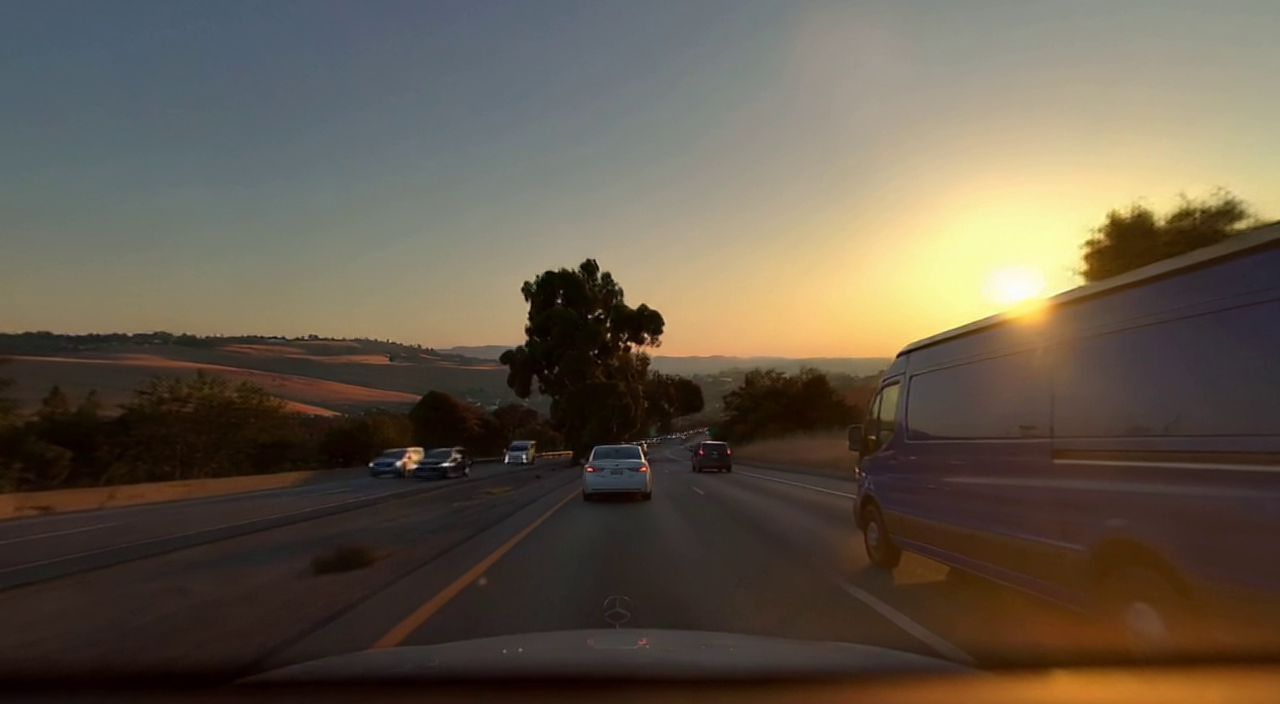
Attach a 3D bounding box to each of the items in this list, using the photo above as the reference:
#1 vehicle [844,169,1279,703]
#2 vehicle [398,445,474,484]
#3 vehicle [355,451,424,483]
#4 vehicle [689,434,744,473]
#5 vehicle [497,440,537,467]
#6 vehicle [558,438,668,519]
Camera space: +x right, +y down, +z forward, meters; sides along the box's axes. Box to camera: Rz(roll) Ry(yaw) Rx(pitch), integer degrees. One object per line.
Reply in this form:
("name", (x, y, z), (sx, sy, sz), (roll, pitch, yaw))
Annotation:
("vehicle", (3.798, 0.799, 4.733), (2.399, 2.421, 5.829), (0, -9, -1))
("vehicle", (-8.986, 4.997, 28.048), (1.984, 1.571, 4.292), (0, -9, -1))
("vehicle", (-12.747, 5.861, 32.167), (1.853, 1.507, 4.226), (0, -9, -1))
("vehicle", (4.102, 5.575, 34.425), (2.261, 1.952, 4.784), (0, -9, -1))
("vehicle", (-9.335, 7.743, 47.950), (2.106, 1.959, 4.715), (0, -9, 0))
("vehicle", (-0.521, 2.637, 13.530), (2.029, 1.483, 3.769), (0, -9, 0))
